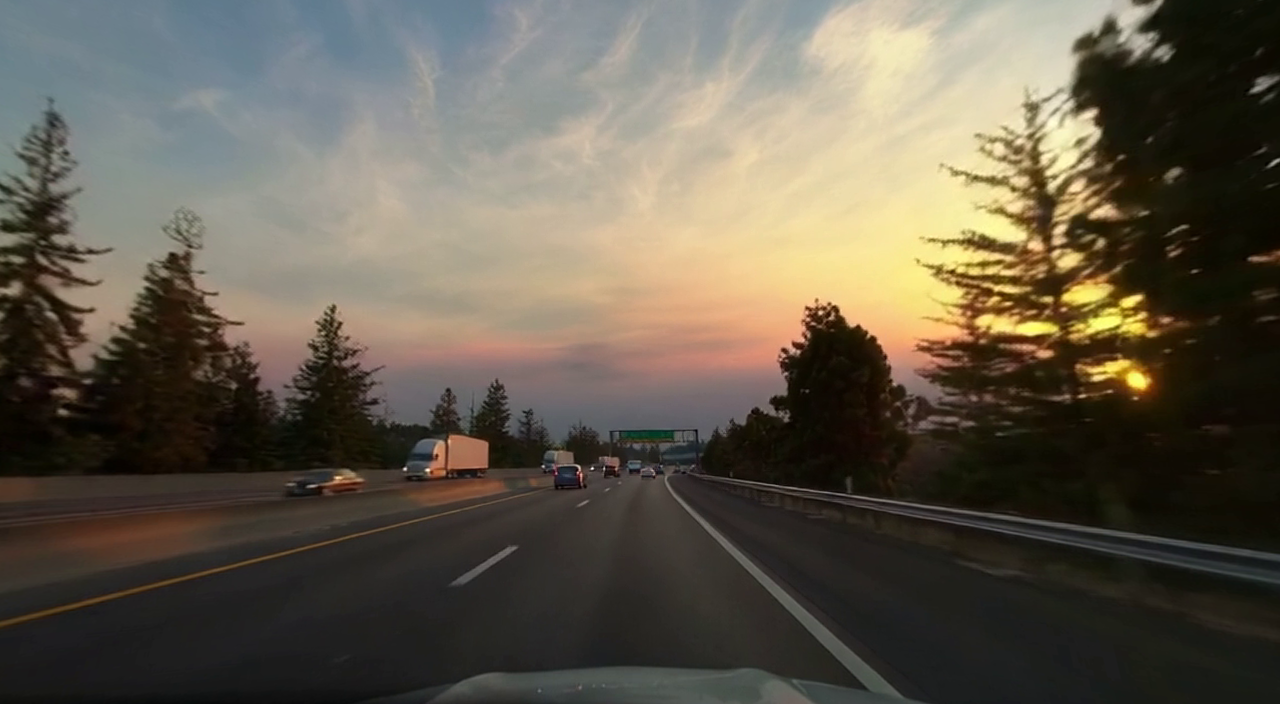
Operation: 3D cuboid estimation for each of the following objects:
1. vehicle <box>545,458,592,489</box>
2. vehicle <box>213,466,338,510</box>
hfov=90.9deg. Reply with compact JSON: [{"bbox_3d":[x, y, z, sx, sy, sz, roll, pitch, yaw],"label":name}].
[{"bbox_3d":[-4.226,7.349,38.157,2.160,1.721,4.368,1,-10,2],"label":"vehicle"},{"bbox_3d":[-13.238,4.956,23.270,1.837,1.427,4.498,1,-10,1],"label":"vehicle"}]
